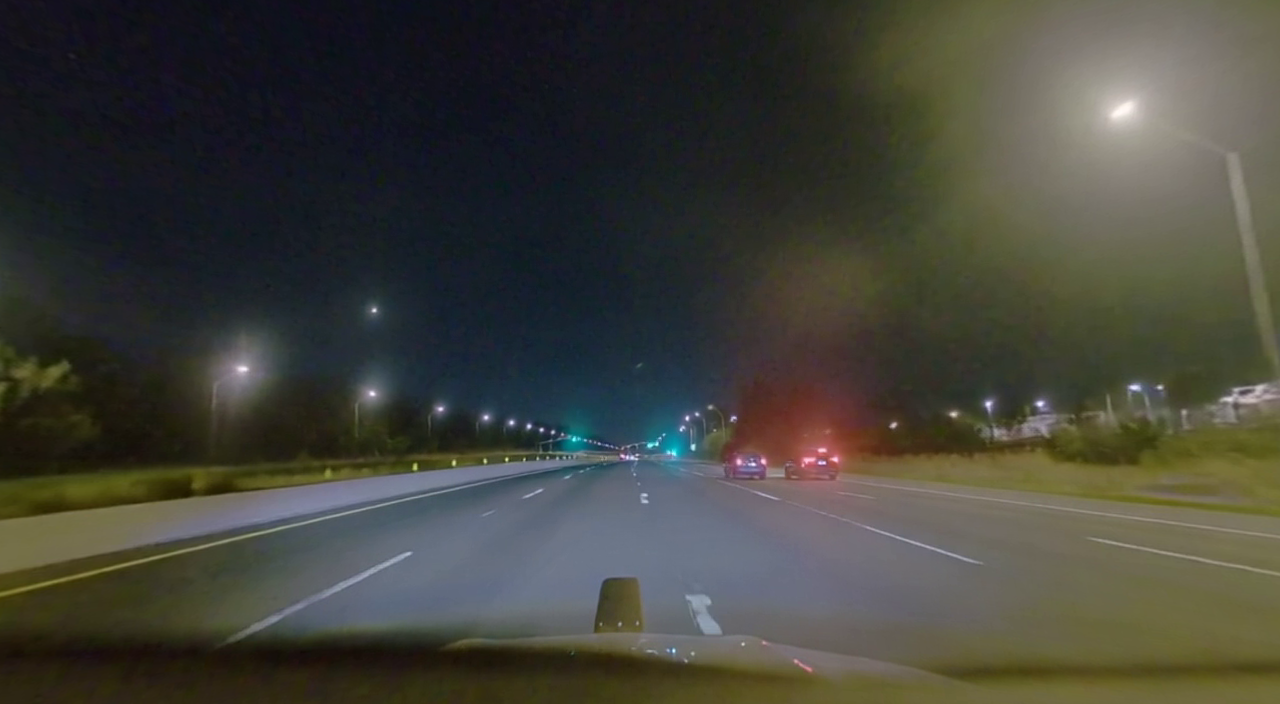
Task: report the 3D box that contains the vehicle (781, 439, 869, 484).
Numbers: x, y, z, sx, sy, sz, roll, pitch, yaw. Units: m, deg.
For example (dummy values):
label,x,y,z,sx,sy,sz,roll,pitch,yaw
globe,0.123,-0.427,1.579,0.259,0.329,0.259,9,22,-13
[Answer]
label,x,y,z,sx,sy,sz,roll,pitch,yaw
vehicle,8.731,5.222,30.329,2.387,1.936,5.646,0,-9,-1

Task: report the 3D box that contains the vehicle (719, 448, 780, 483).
label,x,y,z,sx,sy,sz,roll,pitch,yaw
vehicle,5.228,5.487,30.729,2.053,1.553,4.463,0,-9,-1
